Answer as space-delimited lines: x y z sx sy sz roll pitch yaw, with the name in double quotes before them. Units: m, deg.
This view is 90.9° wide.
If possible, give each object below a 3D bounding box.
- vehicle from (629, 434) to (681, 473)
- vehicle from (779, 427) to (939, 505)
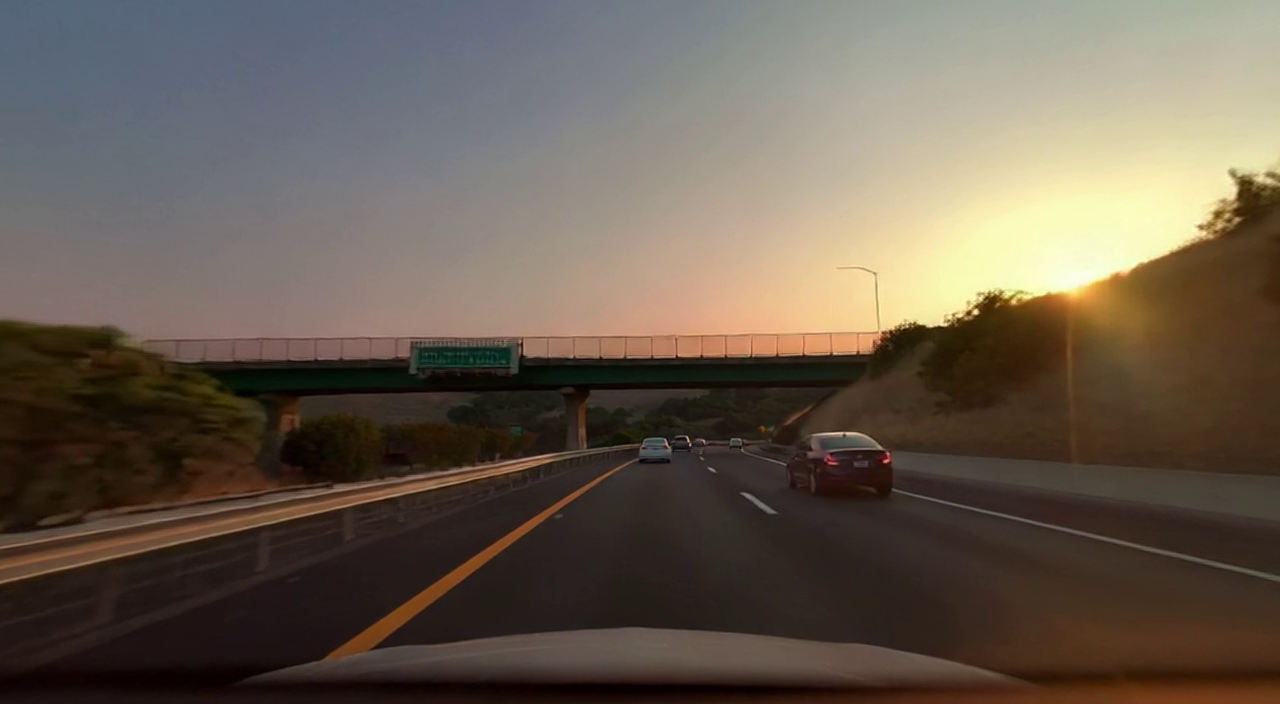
"vehicle" 0.659 4.162 26.026 1.993 1.461 3.812 -1 -8 3
"vehicle" 4.704 2.526 14.408 2.163 1.489 4.470 0 -8 2
